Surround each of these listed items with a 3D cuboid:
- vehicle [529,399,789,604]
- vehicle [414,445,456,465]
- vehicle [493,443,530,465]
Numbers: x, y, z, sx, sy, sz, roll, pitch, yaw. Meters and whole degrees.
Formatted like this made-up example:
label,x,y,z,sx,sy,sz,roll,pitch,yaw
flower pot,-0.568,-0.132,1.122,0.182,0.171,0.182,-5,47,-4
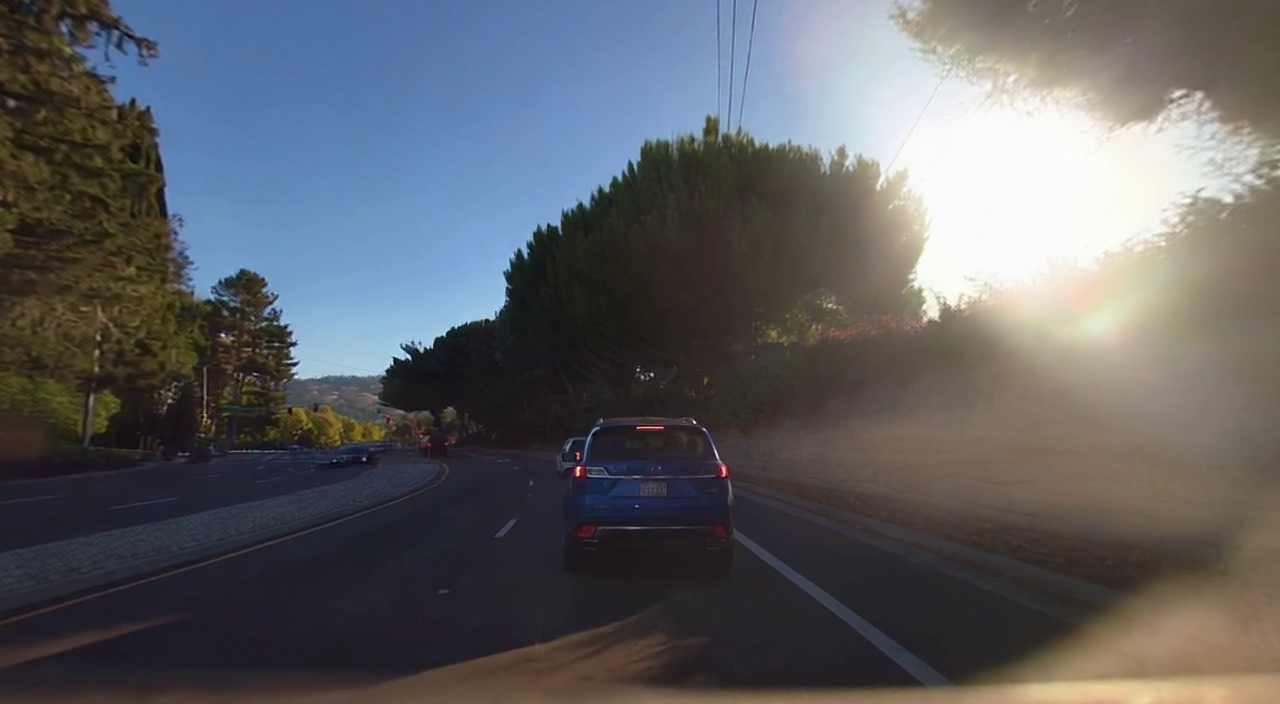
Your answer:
label,x,y,z,sx,sy,sz,roll,pitch,yaw
vehicle,-0.007,1.614,7.745,2.287,1.762,4.269,1,-8,-5
vehicle,-15.872,7.912,48.785,2.023,1.474,4.286,5,-10,-32
vehicle,-9.459,7.429,46.196,1.837,1.483,4.559,3,-9,-21
